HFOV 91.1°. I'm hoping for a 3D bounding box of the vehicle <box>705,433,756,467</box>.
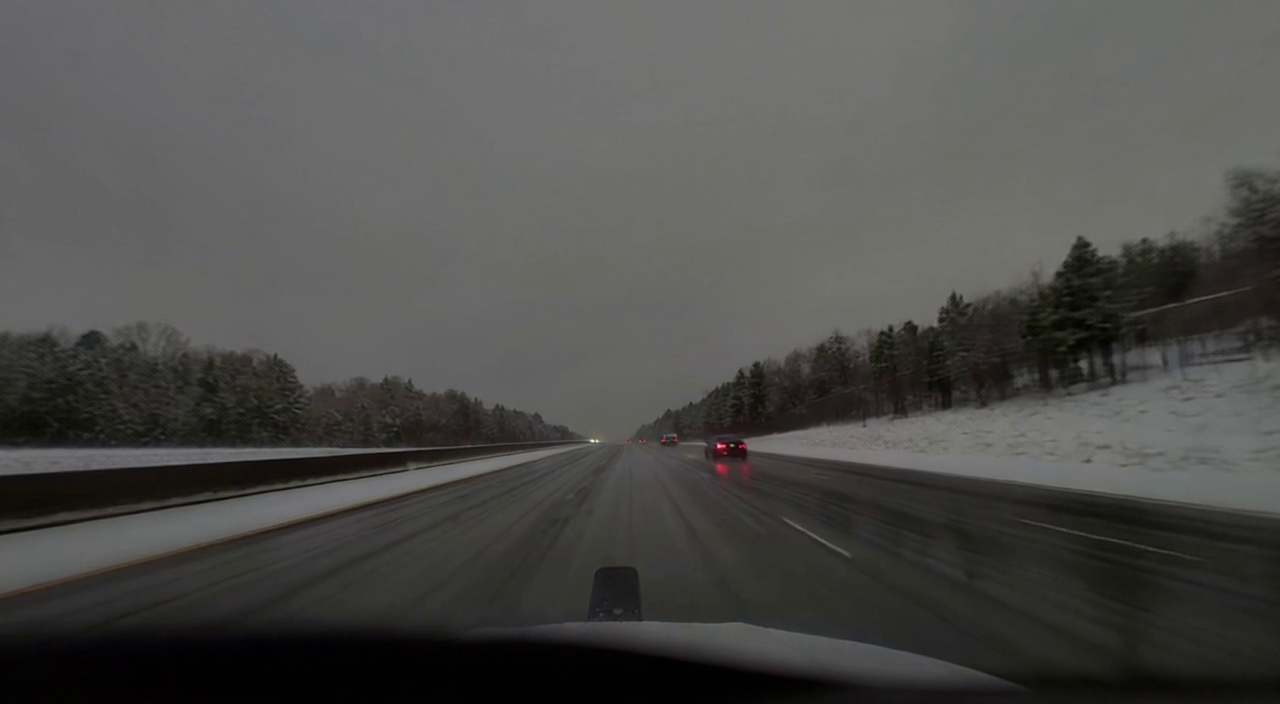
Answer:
[{"bbox_3d":[4.240,4.625,30.007,1.802,1.492,3.804,0,-8,-1],"label":"vehicle"}]
